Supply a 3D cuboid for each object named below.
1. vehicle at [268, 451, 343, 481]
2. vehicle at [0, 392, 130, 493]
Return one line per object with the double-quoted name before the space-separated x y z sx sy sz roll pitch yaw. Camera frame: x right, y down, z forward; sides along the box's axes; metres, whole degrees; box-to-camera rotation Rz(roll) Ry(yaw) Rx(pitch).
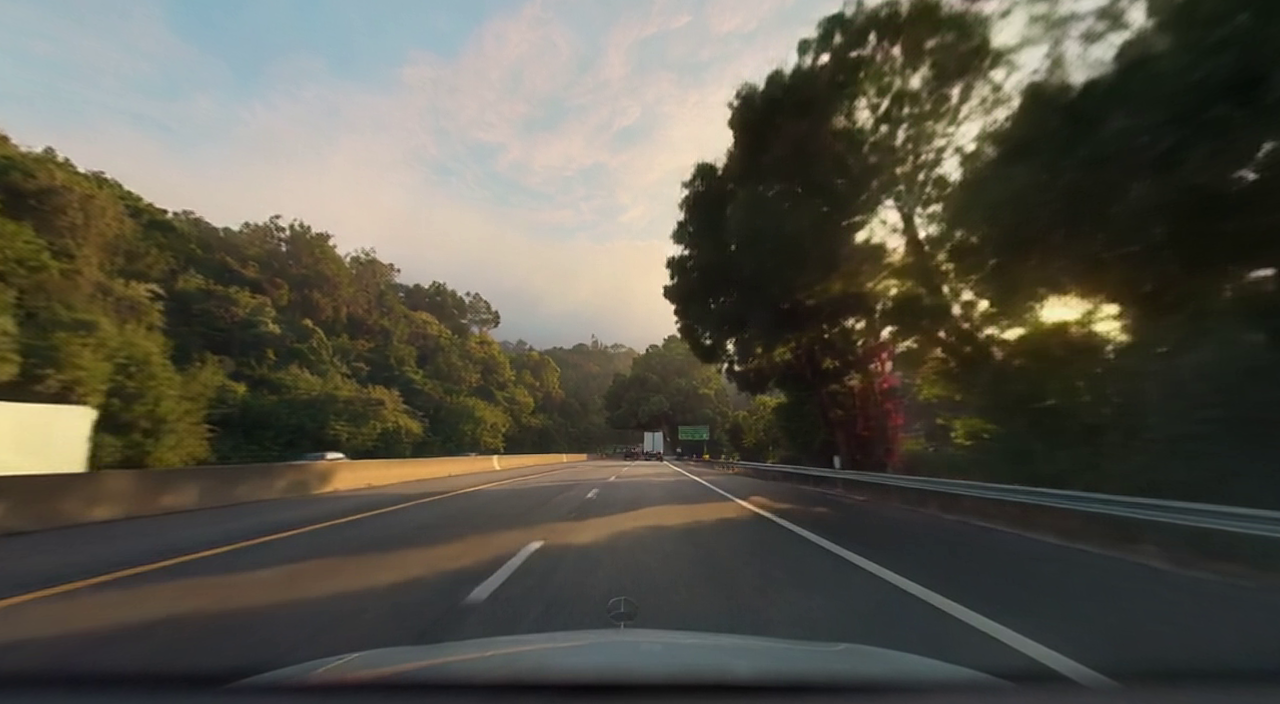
"vehicle" -20.516 6.996 38.930 2.265 1.716 4.219 -1 -9 0
"vehicle" -24.613 3.410 23.539 2.753 3.628 9.928 -1 -9 1
